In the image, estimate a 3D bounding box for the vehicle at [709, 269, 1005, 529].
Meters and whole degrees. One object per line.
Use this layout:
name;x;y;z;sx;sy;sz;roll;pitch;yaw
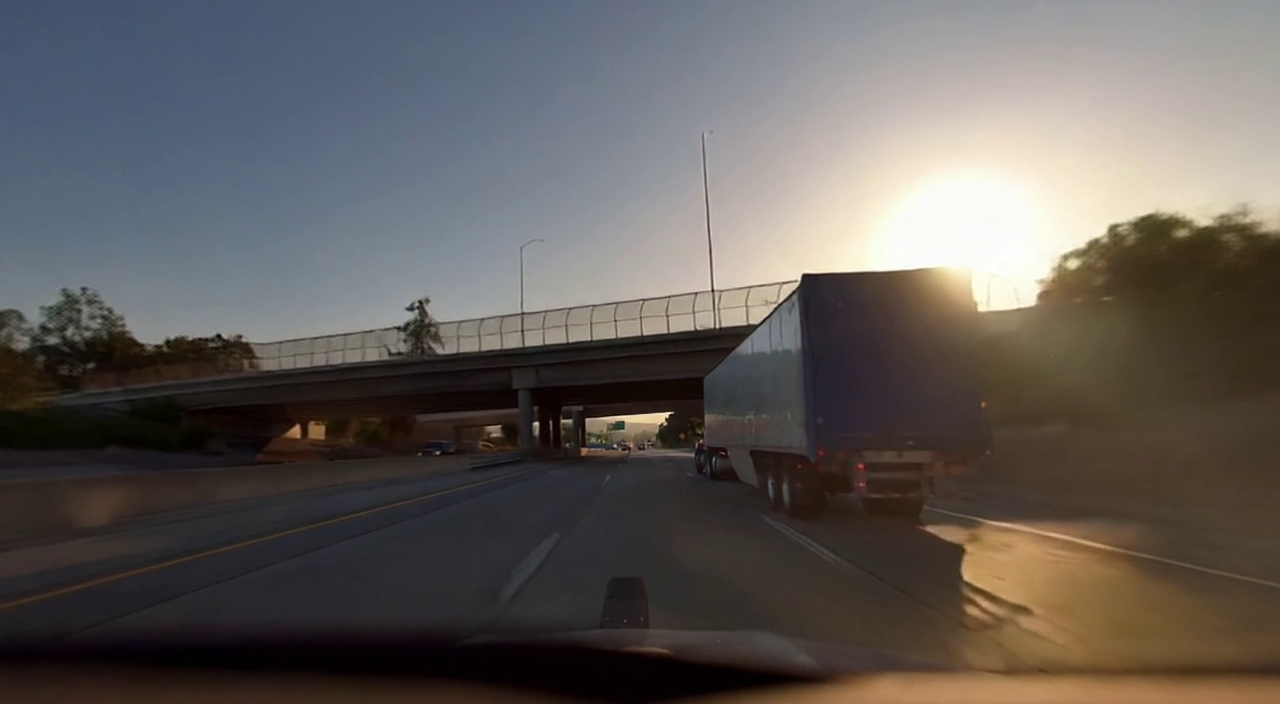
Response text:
vehicle;4.119;1.736;16.974;2.933;4.100;14.317;0;-8;0
